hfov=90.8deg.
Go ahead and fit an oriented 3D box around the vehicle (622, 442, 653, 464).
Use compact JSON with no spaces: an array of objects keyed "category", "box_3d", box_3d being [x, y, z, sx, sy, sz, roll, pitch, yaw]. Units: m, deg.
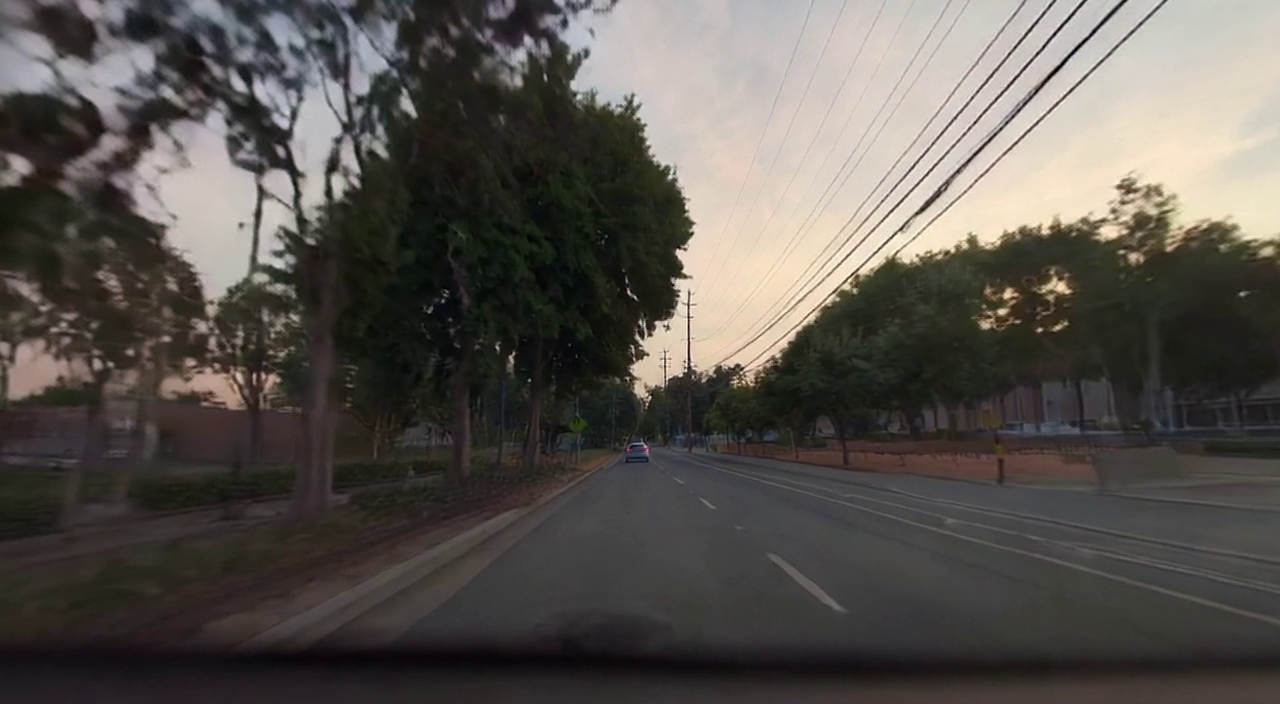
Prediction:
[{"category":"vehicle","box_3d":[-0.200,7.141,44.743,2.109,1.501,4.042,0,-9,-1]}]
